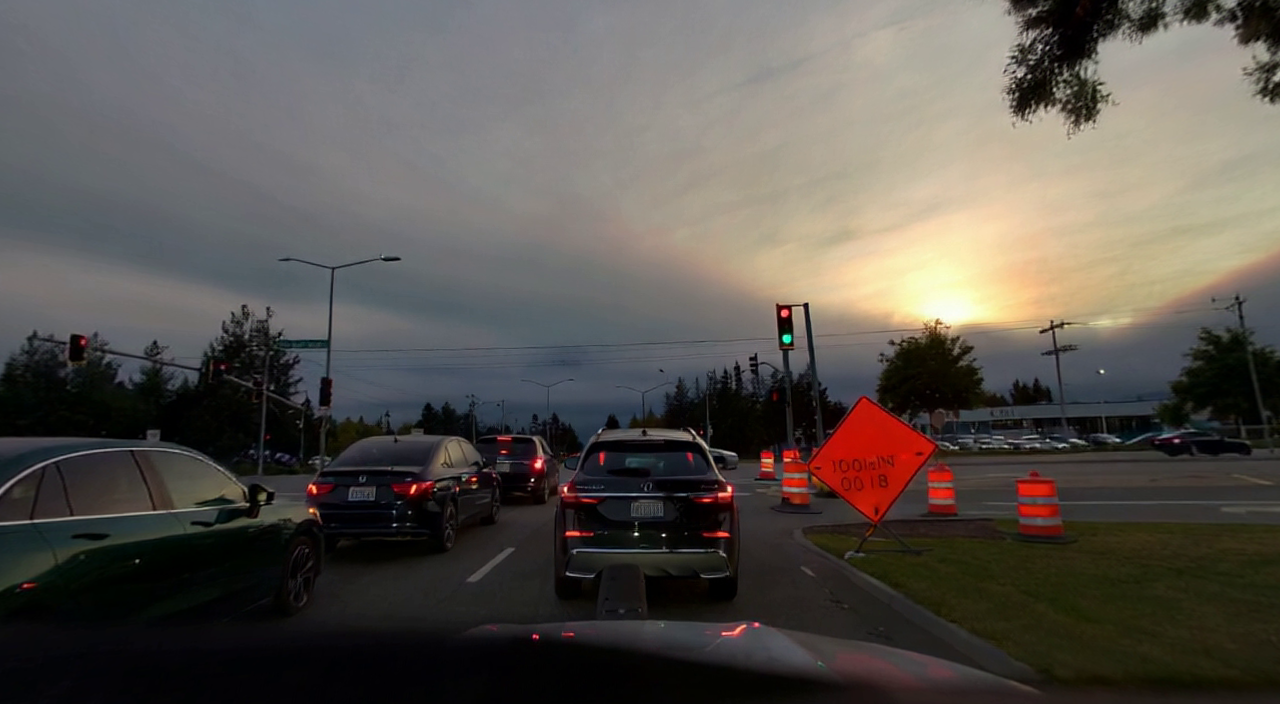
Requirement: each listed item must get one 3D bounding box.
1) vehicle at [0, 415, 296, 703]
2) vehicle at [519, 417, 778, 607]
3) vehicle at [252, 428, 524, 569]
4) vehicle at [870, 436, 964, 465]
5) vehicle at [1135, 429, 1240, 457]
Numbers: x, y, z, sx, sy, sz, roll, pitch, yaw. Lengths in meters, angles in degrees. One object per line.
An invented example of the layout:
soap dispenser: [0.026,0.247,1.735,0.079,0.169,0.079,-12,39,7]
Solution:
vehicle: [-3.584,0.946,2.154,2.064,1.497,4.722,0,-9,1]
vehicle: [0.112,1.626,7.209,2.167,1.560,3.676,0,-9,1]
vehicle: [-3.271,2.001,9.447,1.989,1.541,4.626,0,-9,2]
vehicle: [17.691,6.329,40.384,5.002,1.768,2.065,0,-9,2]
vehicle: [35.351,5.893,40.751,4.827,1.729,1.986,0,-9,1]
